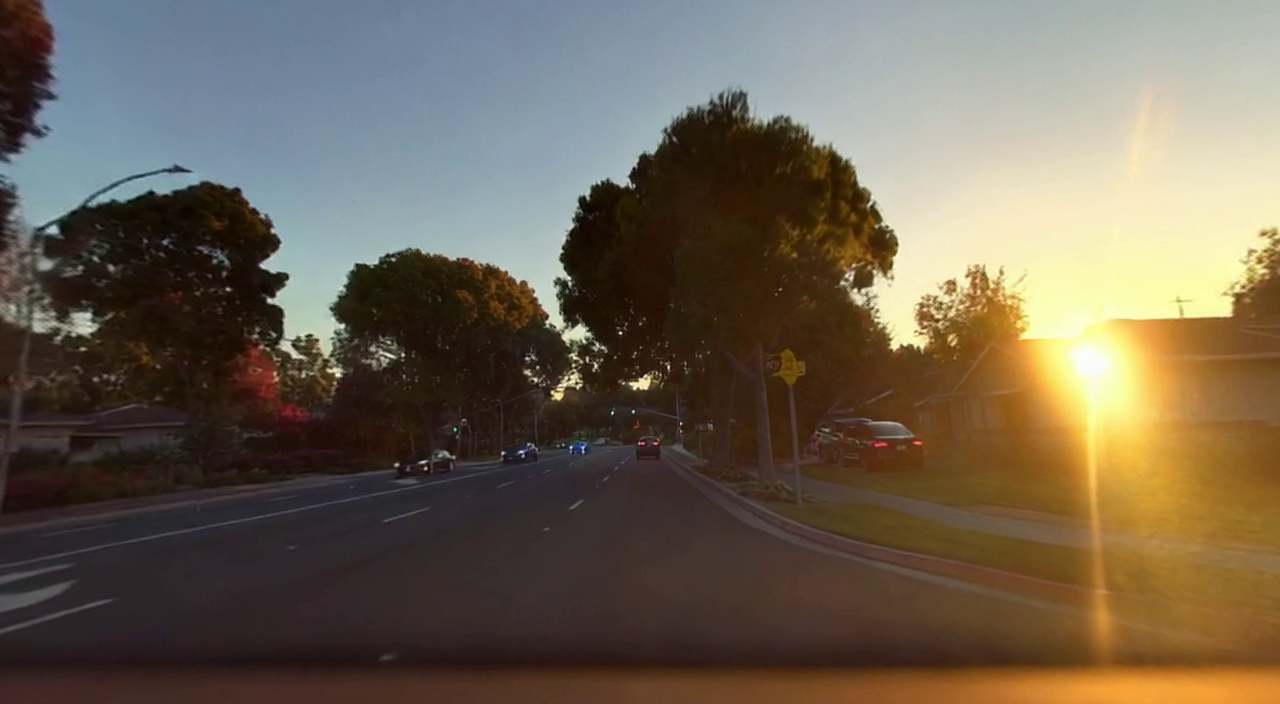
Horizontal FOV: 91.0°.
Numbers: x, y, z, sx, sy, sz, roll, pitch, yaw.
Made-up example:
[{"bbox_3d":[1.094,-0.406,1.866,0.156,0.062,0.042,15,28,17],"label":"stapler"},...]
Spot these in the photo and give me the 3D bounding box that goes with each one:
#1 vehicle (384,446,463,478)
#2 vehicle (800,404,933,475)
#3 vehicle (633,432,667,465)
[{"bbox_3d":[-11.211,5.717,33.009,2.176,1.528,4.750,-1,-8,4],"label":"vehicle"},{"bbox_3d":[8.167,3.303,23.734,2.531,2.263,6.802,0,-8,1],"label":"vehicle"},{"bbox_3d":[0.627,6.130,40.117,2.059,1.908,4.714,0,-8,1],"label":"vehicle"}]
